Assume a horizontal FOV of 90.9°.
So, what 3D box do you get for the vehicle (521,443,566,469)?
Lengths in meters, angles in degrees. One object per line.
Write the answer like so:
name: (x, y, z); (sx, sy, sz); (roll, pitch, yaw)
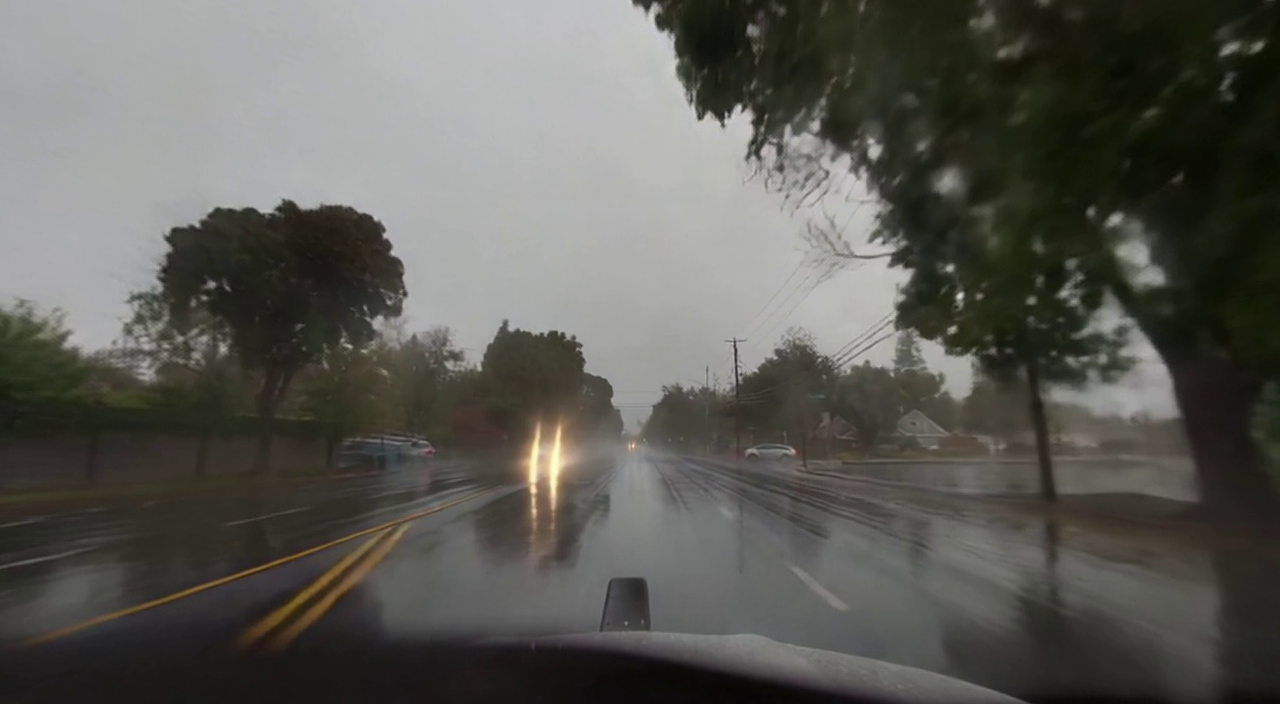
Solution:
vehicle: (-6.253, 6.794, 41.518); (2.163, 1.588, 4.509); (-1, -8, 1)
